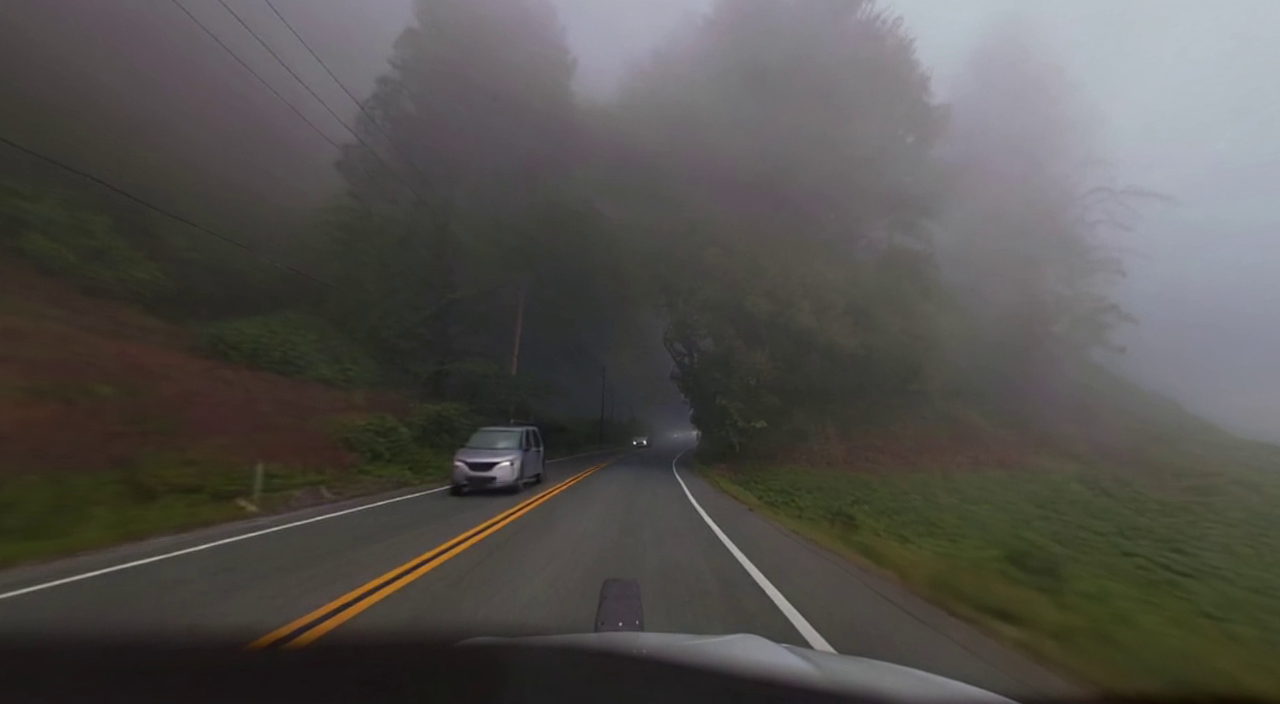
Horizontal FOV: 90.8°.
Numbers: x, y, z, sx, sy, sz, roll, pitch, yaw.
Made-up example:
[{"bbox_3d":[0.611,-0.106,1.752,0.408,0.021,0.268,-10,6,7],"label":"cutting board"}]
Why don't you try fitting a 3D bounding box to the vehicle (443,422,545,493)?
[{"bbox_3d":[-4.219,3.152,19.037,1.997,1.874,4.269,0,-9,0],"label":"vehicle"}]
